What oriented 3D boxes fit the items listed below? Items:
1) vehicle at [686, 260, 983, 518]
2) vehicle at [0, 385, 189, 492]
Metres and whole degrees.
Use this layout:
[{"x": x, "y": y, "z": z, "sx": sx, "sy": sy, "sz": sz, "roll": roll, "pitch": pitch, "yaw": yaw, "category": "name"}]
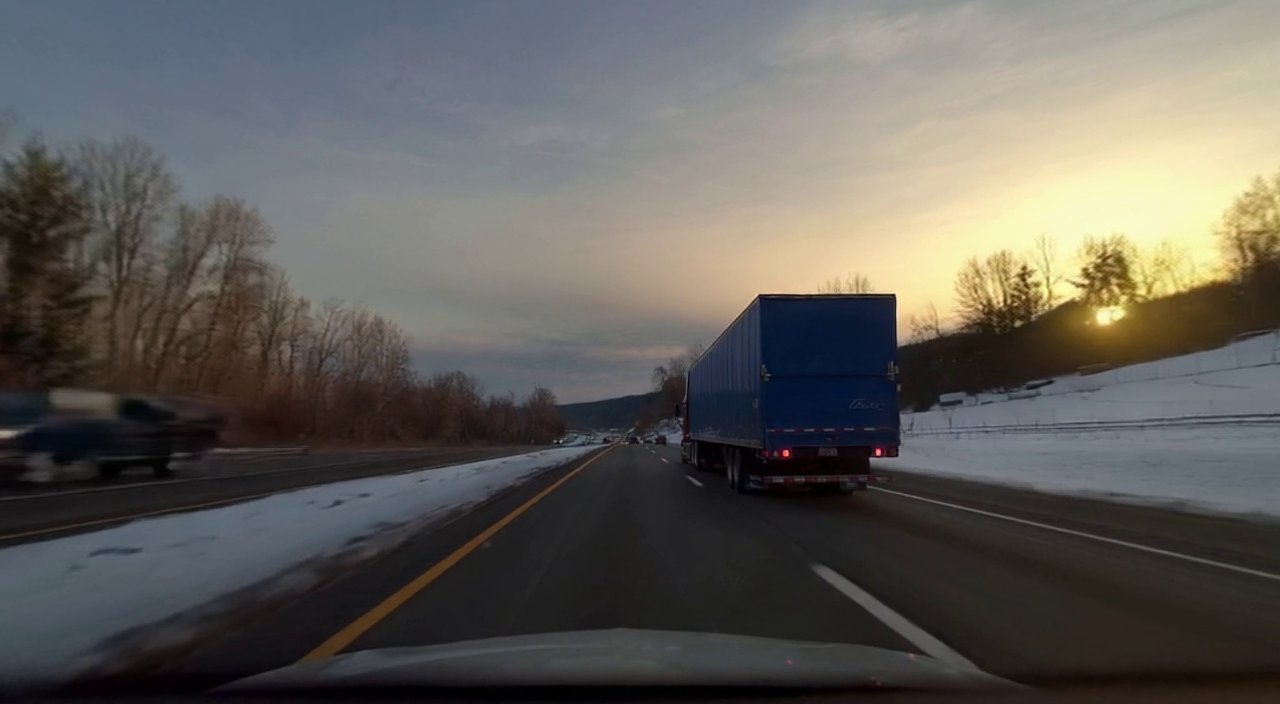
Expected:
[{"x": 3.782, "y": 1.695, "z": 18.884, "sx": 3.203, "sy": 4.273, "sz": 17.131, "roll": 0, "pitch": -8, "yaw": -1, "category": "vehicle"}, {"x": -12.619, "y": 1.870, "z": 13.647, "sx": 2.101, "sy": 1.924, "sz": 4.804, "roll": 0, "pitch": -8, "yaw": -1, "category": "vehicle"}]
